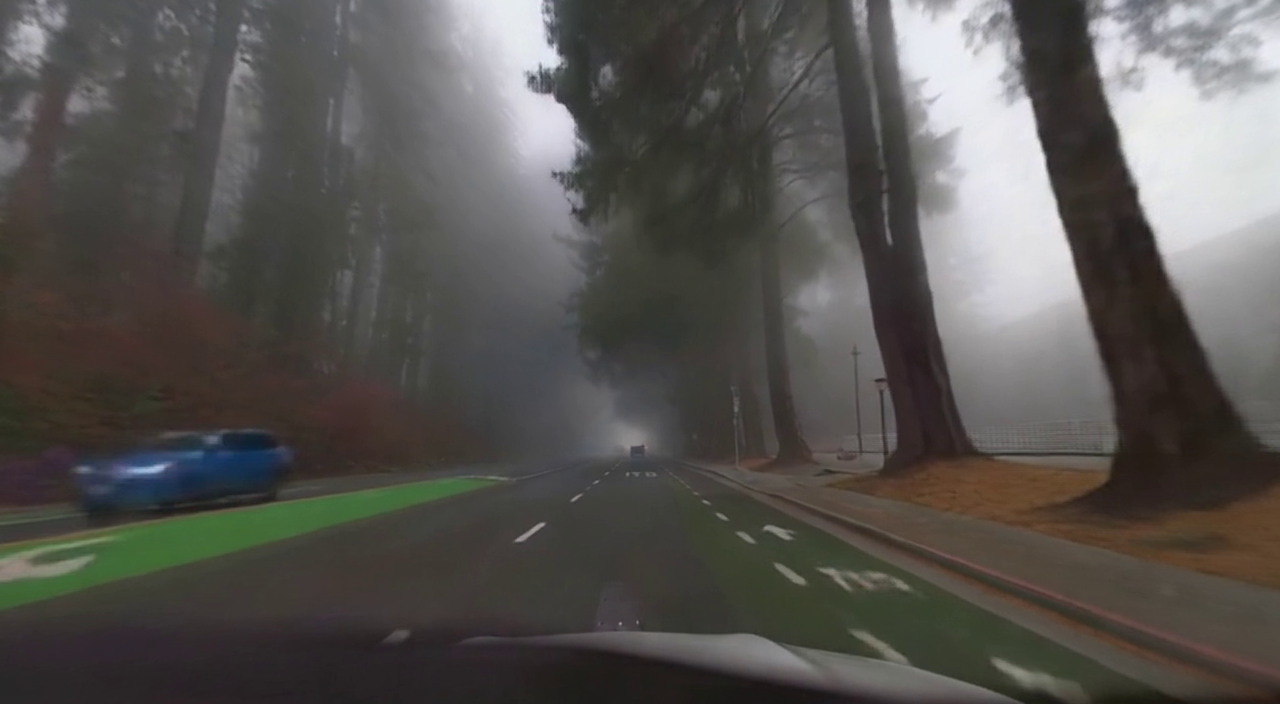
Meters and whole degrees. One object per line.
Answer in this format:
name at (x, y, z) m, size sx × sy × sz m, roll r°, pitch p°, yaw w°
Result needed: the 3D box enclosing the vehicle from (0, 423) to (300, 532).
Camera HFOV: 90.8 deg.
vehicle at (-9.487, 2.428, 12.856) m, size 2.248 × 1.761 × 4.918 m, roll 0°, pitch -9°, yaw 1°
